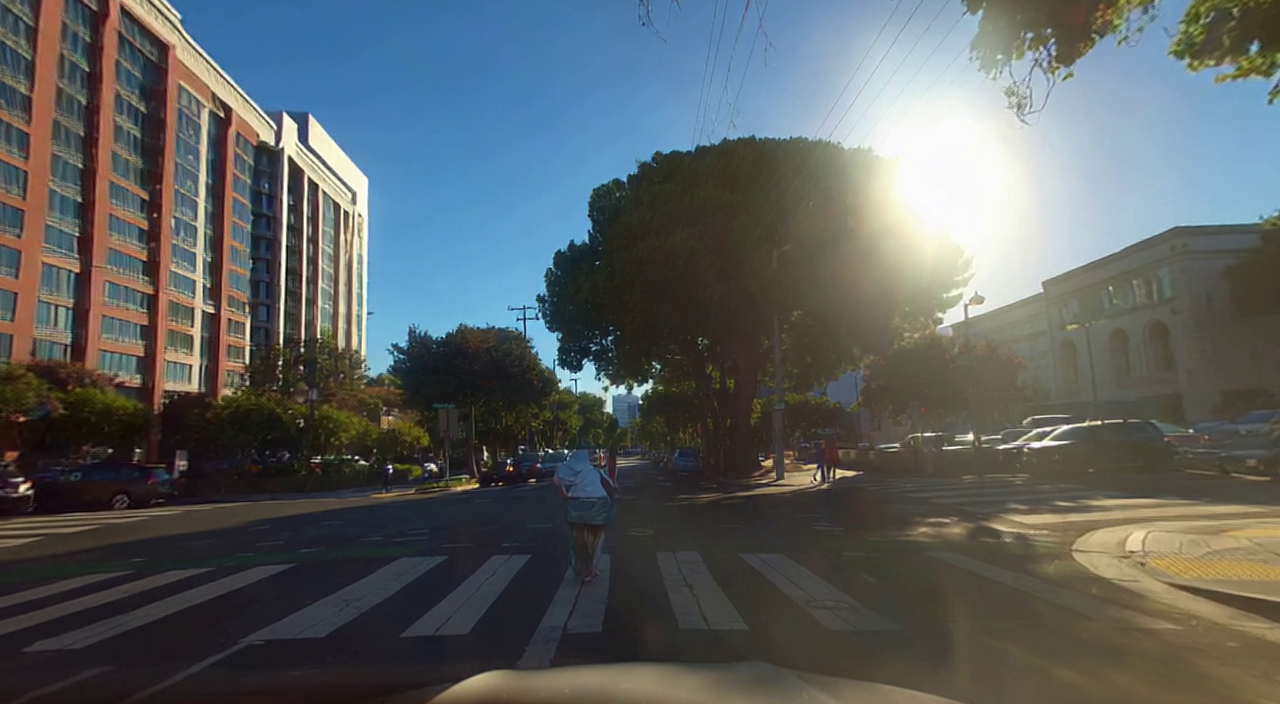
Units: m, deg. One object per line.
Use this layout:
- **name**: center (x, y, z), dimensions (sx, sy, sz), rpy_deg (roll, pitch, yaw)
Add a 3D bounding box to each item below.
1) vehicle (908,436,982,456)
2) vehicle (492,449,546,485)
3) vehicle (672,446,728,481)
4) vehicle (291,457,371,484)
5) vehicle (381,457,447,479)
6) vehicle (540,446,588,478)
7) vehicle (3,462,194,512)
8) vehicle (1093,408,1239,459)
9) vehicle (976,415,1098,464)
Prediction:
- **vehicle**: center (23.014, 7.088, 47.770), dimensions (4.528, 1.475, 2.070), rpy_deg (0, -8, 3)
- **vehicle**: center (-7.616, 7.250, 40.251), dimensions (2.193, 1.814, 5.061), rpy_deg (-9, -8, 0)
- **vehicle**: center (3.281, 5.895, 33.693), dimensions (1.942, 1.603, 3.785), rpy_deg (1, -7, 22)
- **vehicle**: center (-23.174, 8.886, 47.473), dimensions (4.844, 1.836, 2.117), rpy_deg (-1, -8, 4)
- **vehicle**: center (-16.907, 8.662, 47.371), dimensions (4.203, 1.544, 1.889), rpy_deg (0, -8, 2)
- **vehicle**: center (-4.445, 6.548, 37.695), dimensions (2.102, 1.768, 4.290), rpy_deg (-1, -9, 3)
- **vehicle**: center (-17.316, 4.316, 20.373), dimensions (4.439, 1.448, 1.793), rpy_deg (0, -9, 0)
- **vehicle**: center (22.304, 3.533, 27.143), dimensions (2.137, 1.962, 4.988), rpy_deg (-1, -8, 3)
- **vehicle**: center (16.743, 3.791, 26.996), dimensions (2.041, 1.921, 4.574), rpy_deg (0, -9, -2)
